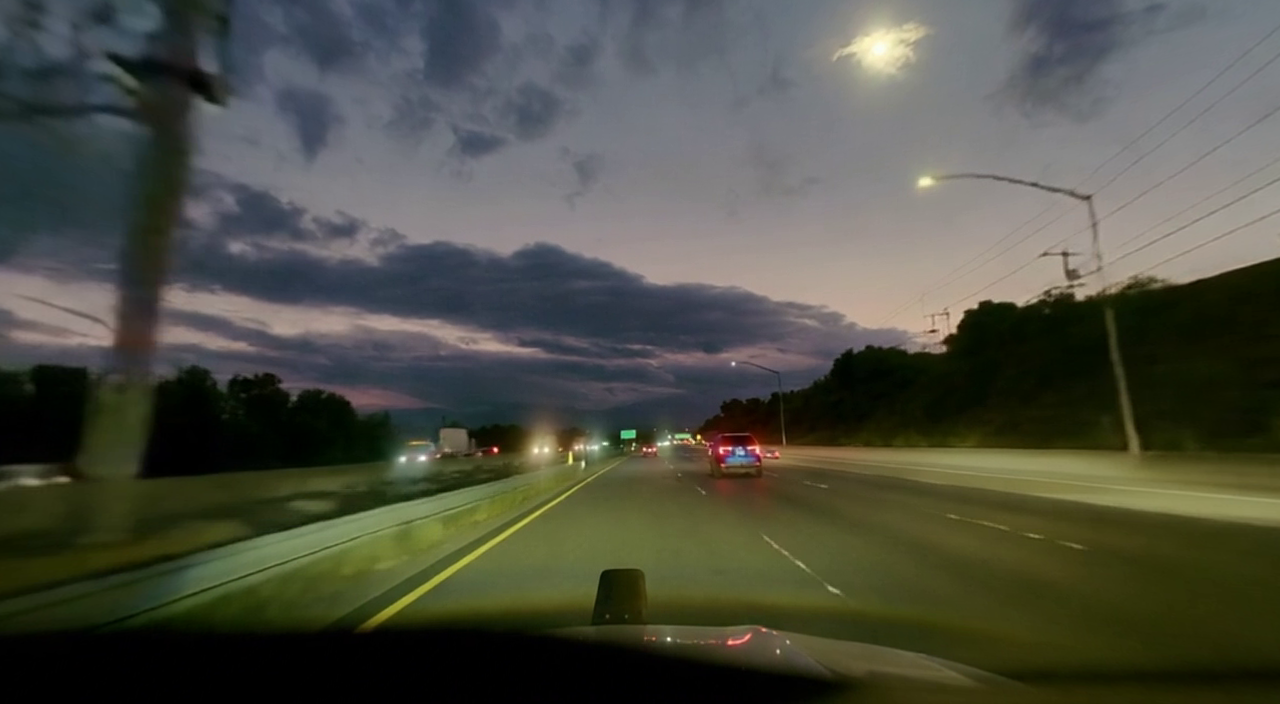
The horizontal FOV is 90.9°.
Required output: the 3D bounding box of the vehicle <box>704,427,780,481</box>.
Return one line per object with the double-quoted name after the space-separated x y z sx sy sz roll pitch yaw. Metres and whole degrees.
3.738 3.856 23.984 2.120 1.832 4.287 0 -8 -1 "vehicle"
